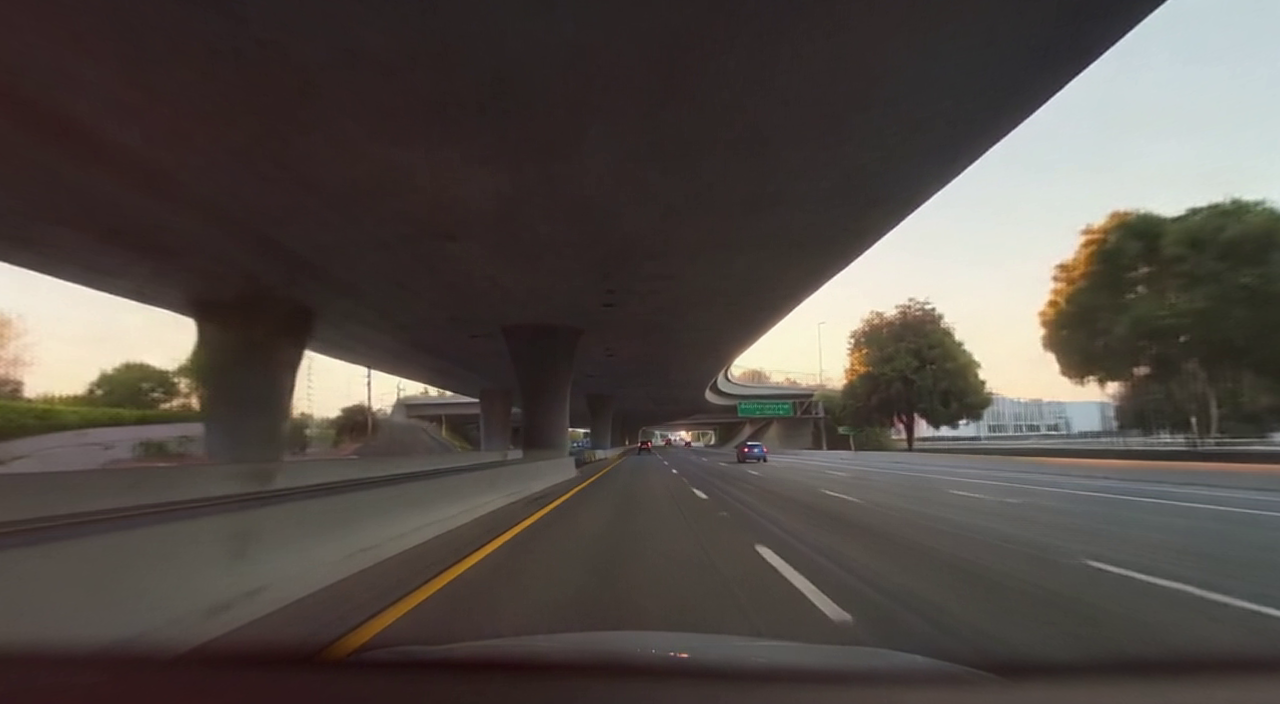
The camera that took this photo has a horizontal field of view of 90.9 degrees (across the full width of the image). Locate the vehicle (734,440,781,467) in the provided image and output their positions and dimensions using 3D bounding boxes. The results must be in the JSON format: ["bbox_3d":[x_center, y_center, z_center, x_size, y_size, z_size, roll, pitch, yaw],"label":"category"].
[{"bbox_3d":[7.029,6.102,38.134,2.025,1.484,4.208,0,-8,-1],"label":"vehicle"}]
